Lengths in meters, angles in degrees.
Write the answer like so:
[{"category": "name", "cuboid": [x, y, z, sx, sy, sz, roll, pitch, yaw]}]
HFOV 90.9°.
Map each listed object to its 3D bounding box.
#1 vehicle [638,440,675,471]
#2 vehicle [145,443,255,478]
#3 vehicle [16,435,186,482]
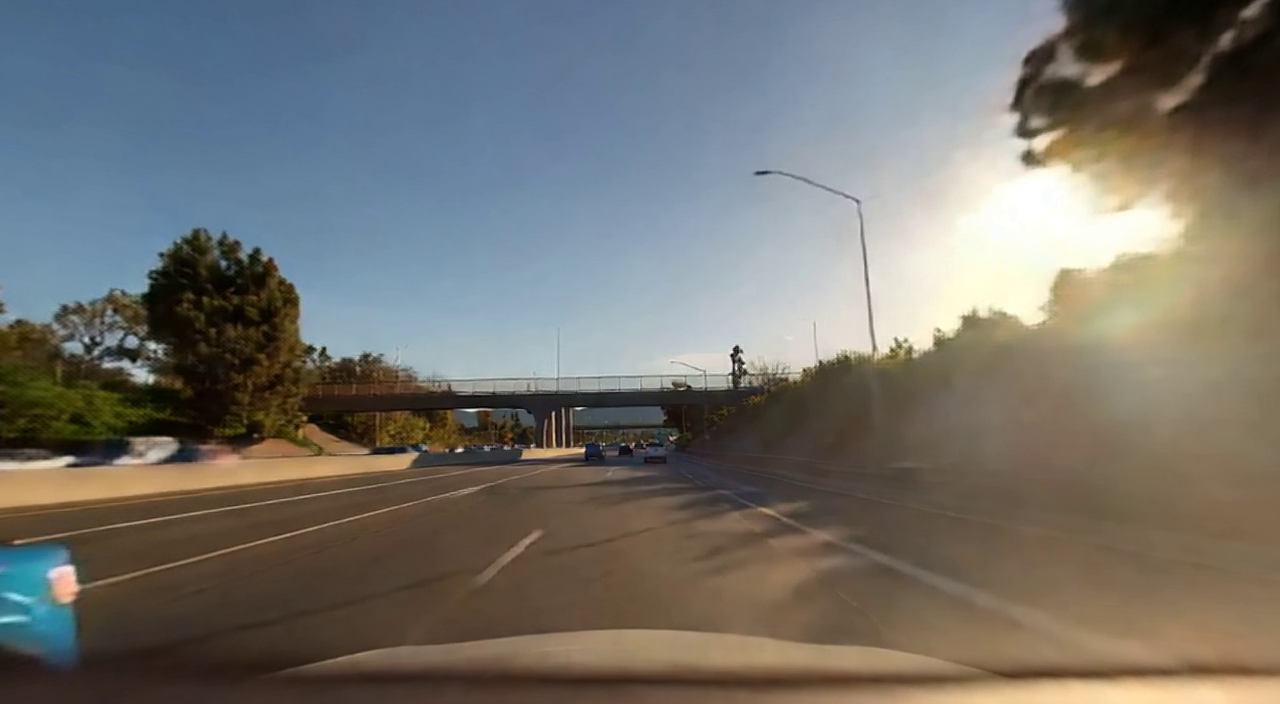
[{"category": "vehicle", "cuboid": [0.945, 6.004, 36.833, 2.010, 1.637, 4.940, 0, -9, 1]}, {"category": "vehicle", "cuboid": [-19.643, 4.847, 28.403, 1.838, 1.449, 4.217, 0, -9, 1]}, {"category": "vehicle", "cuboid": [-23.500, 4.657, 27.961, 2.204, 1.850, 5.937, 0, -9, 2]}]
